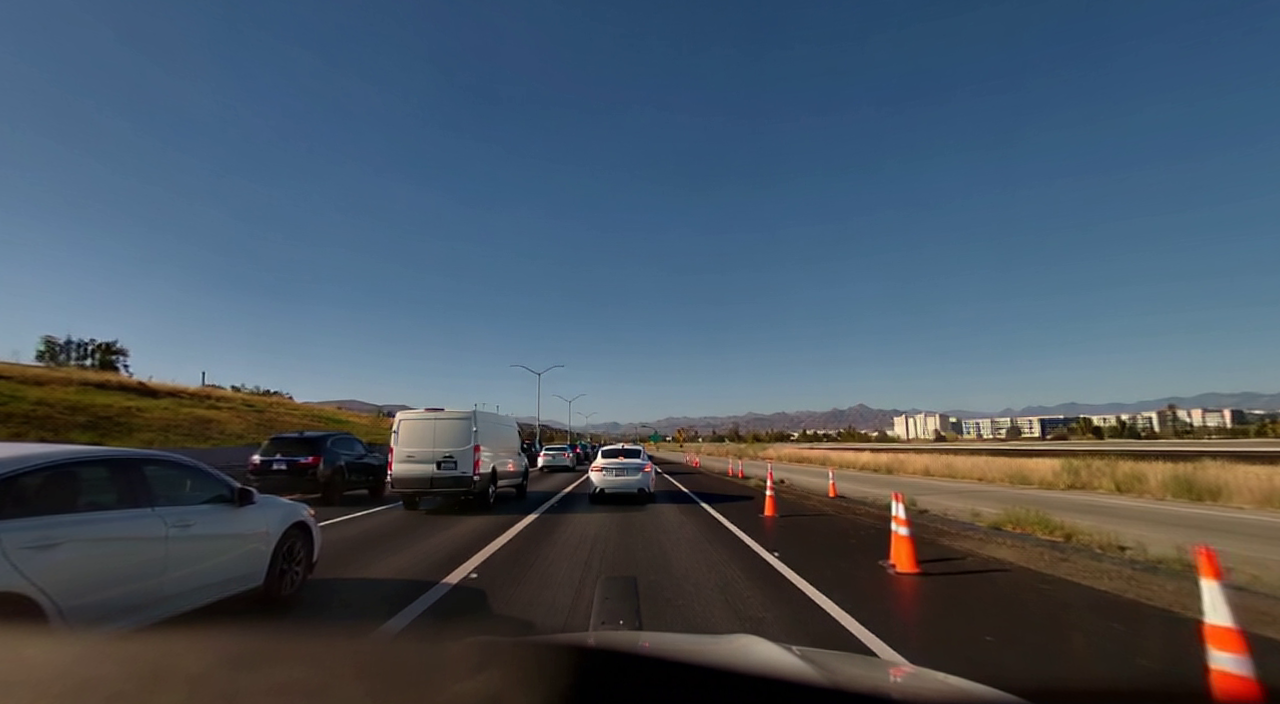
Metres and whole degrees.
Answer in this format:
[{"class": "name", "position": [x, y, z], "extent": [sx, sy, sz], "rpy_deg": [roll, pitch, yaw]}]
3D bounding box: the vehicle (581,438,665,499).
[{"class": "vehicle", "position": [-0.463, 3.153, 17.514], "extent": [2.069, 1.484, 3.918], "rpy_deg": [0, -9, -1]}]

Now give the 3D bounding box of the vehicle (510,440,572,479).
[{"class": "vehicle", "position": [-3.972, 4.361, 25.925], "extent": [1.824, 1.459, 4.007], "rpy_deg": [0, -9, 1]}]

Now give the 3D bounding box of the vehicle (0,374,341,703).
[{"class": "vehicle", "position": [-3.898, 1.042, 3.734], "extent": [2.041, 1.604, 4.384], "rpy_deg": [0, -9, 1]}]

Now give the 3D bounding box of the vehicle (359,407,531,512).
[{"class": "vehicle", "position": [-4.283, 2.518, 15.214], "extent": [2.324, 2.012, 5.740], "rpy_deg": [0, -9, 0]}]
